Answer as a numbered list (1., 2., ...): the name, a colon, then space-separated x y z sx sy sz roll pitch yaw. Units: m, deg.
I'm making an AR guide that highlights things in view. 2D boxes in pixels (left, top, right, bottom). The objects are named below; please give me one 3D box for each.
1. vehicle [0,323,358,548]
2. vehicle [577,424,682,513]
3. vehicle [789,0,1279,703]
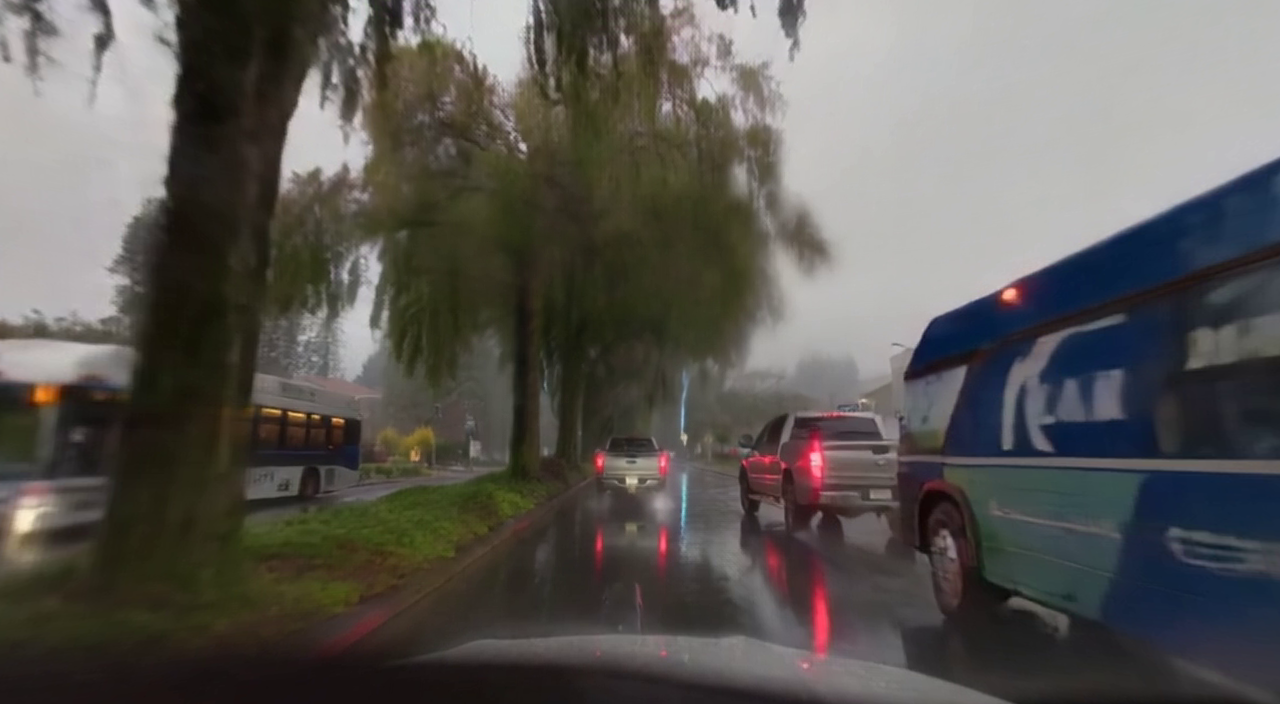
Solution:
1. vehicle: -12.213 2.384 17.646 2.996 4.022 12.692 0 -8 -1
2. vehicle: -0.184 2.838 15.998 2.157 1.816 5.804 0 -8 1
3. vehicle: 3.824 0.028 3.355 3.088 3.057 10.503 0 -8 -2
